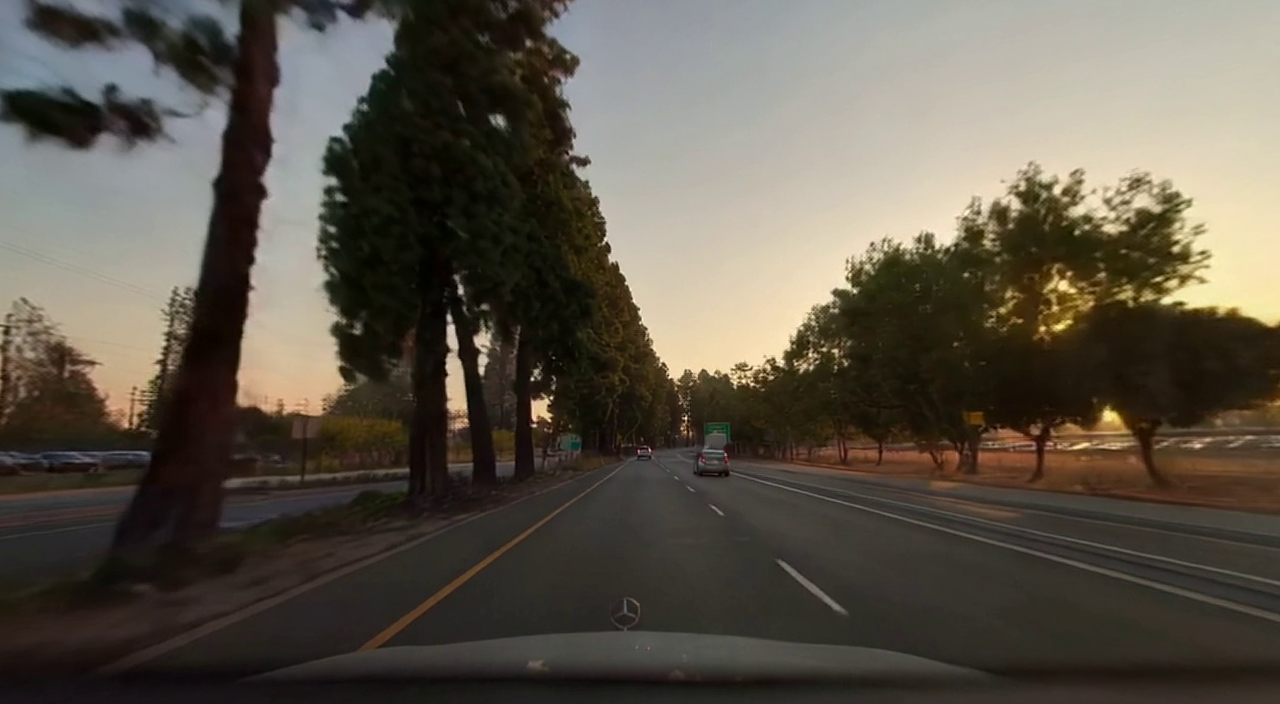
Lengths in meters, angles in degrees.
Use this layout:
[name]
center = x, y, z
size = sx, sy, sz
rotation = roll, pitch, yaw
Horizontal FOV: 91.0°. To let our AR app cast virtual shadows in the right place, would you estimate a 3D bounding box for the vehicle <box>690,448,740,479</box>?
[vehicle]
center = 3.922, 5.899, 33.580
size = 2.115, 1.522, 4.330
rotation = 0, -9, 0
